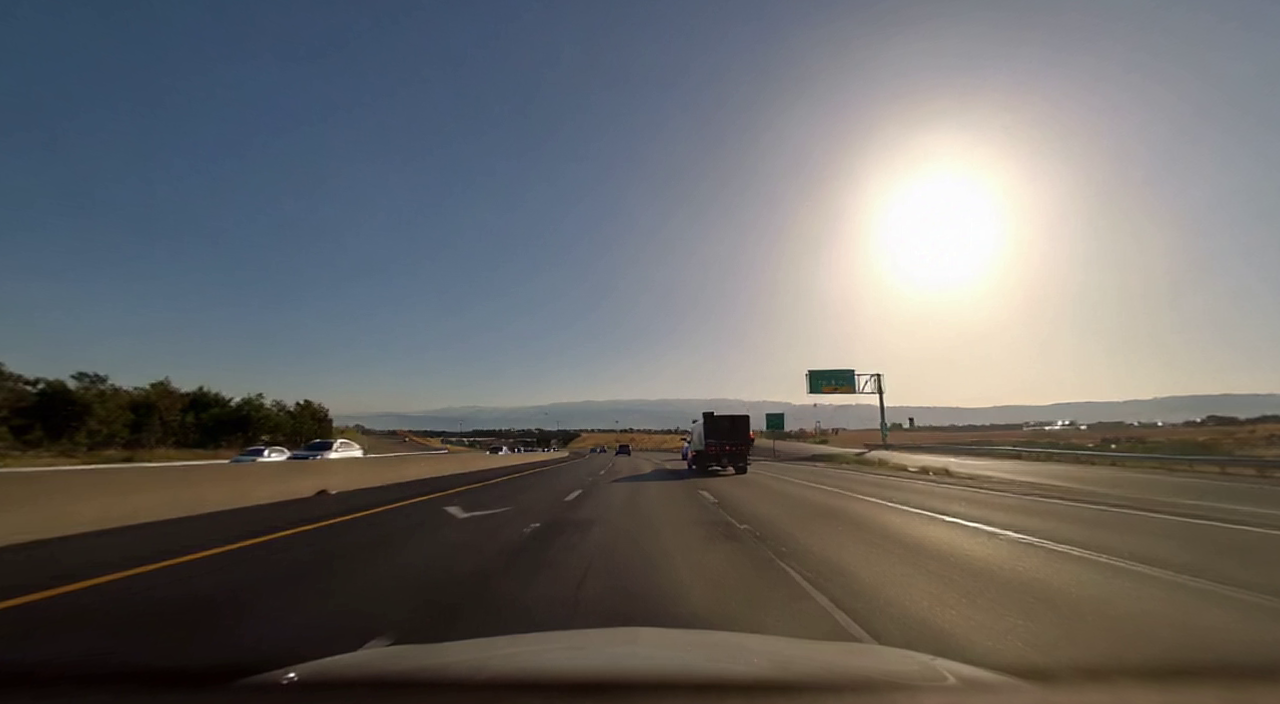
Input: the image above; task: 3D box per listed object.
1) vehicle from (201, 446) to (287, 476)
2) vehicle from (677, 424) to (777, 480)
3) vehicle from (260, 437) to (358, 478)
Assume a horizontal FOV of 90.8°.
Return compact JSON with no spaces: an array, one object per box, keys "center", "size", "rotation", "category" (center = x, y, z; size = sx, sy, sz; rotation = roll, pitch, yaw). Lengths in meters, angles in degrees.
[{"center":[-22.240,6.091,35.697],"size":[1.952,1.552,4.670],"rotation":[0,-8,-2],"category":"vehicle"},{"center":[3.440,4.281,27.378],"size":[2.981,2.053,7.897],"rotation":[0,-8,-2],"category":"vehicle"},{"center":[-14.382,4.606,27.746],"size":[1.969,1.656,4.297],"rotation":[0,-8,-1],"category":"vehicle"}]
